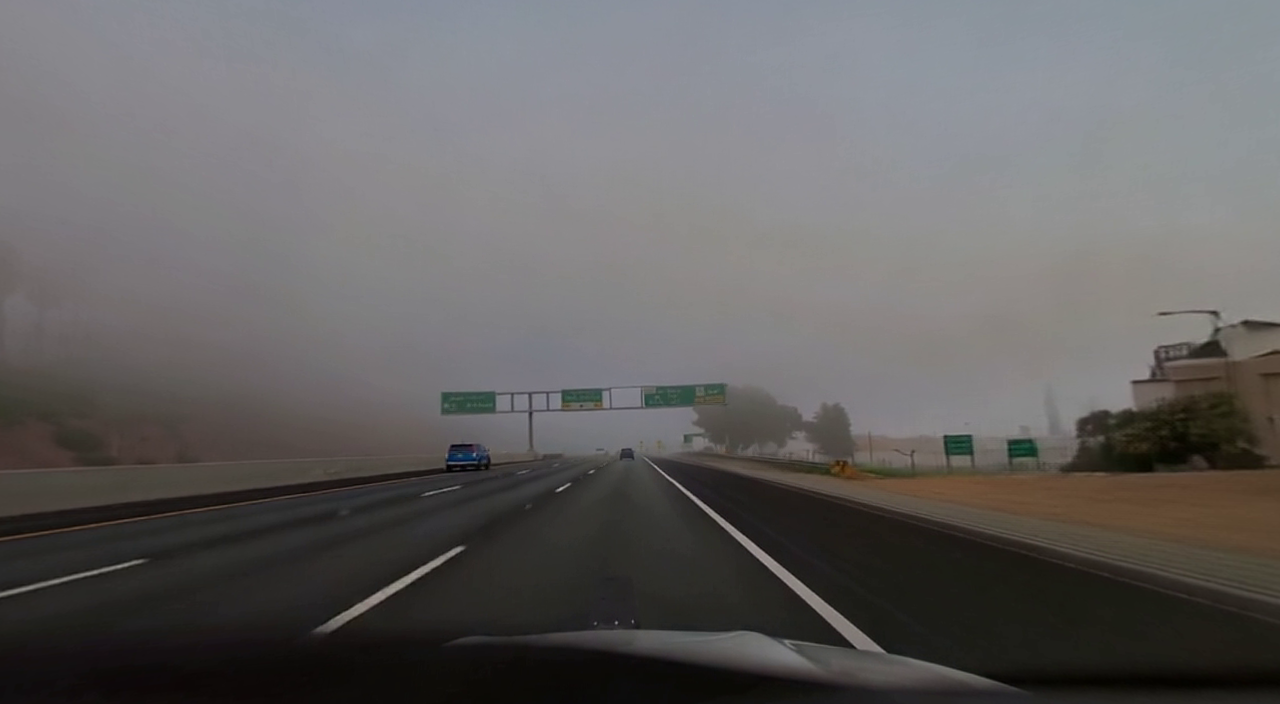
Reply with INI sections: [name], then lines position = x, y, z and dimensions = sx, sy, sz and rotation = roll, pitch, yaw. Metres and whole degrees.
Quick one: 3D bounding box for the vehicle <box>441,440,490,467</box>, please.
[vehicle]
position = -11.882, 6.946, 43.293
dimensions = 2.016, 1.754, 4.543
rotation = 0, -8, 0
